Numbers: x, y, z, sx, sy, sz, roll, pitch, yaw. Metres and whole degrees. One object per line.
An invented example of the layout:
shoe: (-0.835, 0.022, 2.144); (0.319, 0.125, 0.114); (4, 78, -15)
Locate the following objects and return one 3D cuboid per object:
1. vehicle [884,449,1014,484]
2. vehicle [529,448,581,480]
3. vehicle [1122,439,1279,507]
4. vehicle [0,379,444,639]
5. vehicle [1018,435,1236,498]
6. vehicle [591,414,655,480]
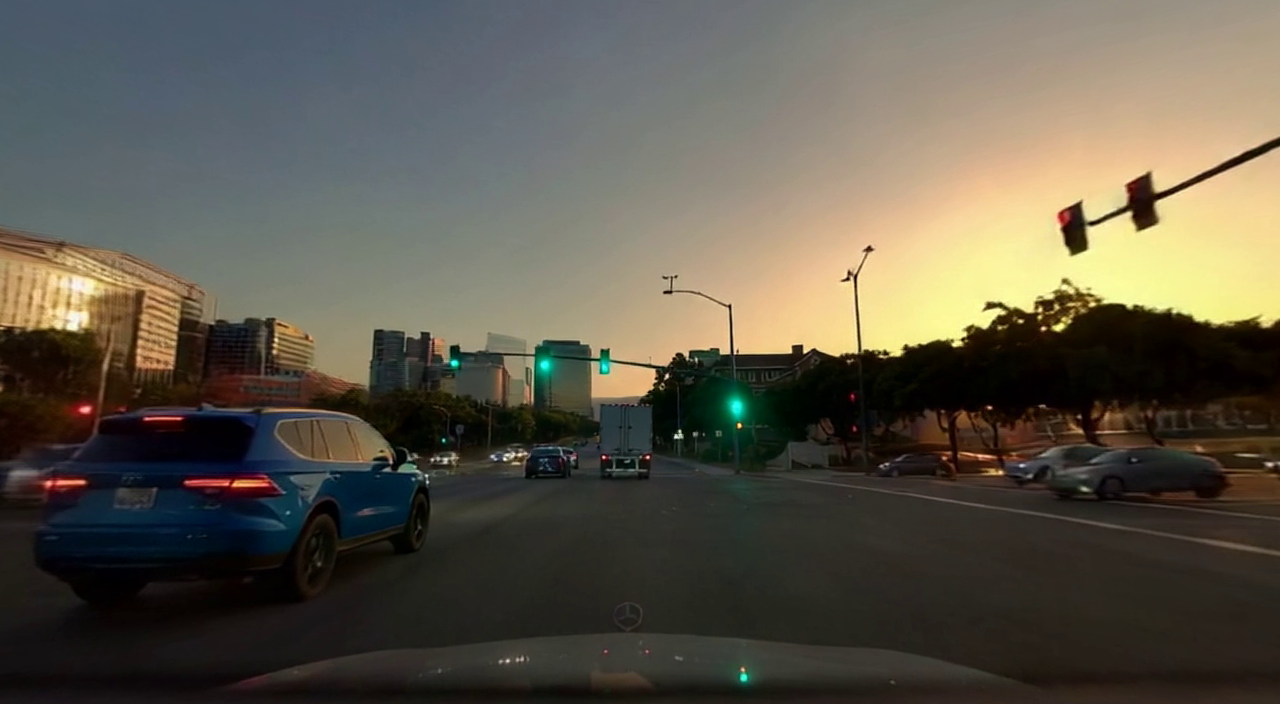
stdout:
vehicle: (14.047, 5.206, 28.749); (4.807, 1.530, 2.066); (0, -9, -2)
vehicle: (-4.148, 5.504, 31.214); (2.023, 1.483, 4.143); (0, -9, -1)
vehicle: (15.090, 2.892, 15.291); (4.983, 1.511, 2.077); (0, -9, -1)
vehicle: (-4.054, 1.472, 6.960); (2.178, 1.826, 4.933); (0, -9, 0)
vehicle: (14.163, 3.329, 18.501); (4.609, 1.723, 2.157); (0, -9, -1)
vehicle: (-0.830, 4.965, 32.807); (2.993, 3.051, 6.692); (0, -9, 0)
